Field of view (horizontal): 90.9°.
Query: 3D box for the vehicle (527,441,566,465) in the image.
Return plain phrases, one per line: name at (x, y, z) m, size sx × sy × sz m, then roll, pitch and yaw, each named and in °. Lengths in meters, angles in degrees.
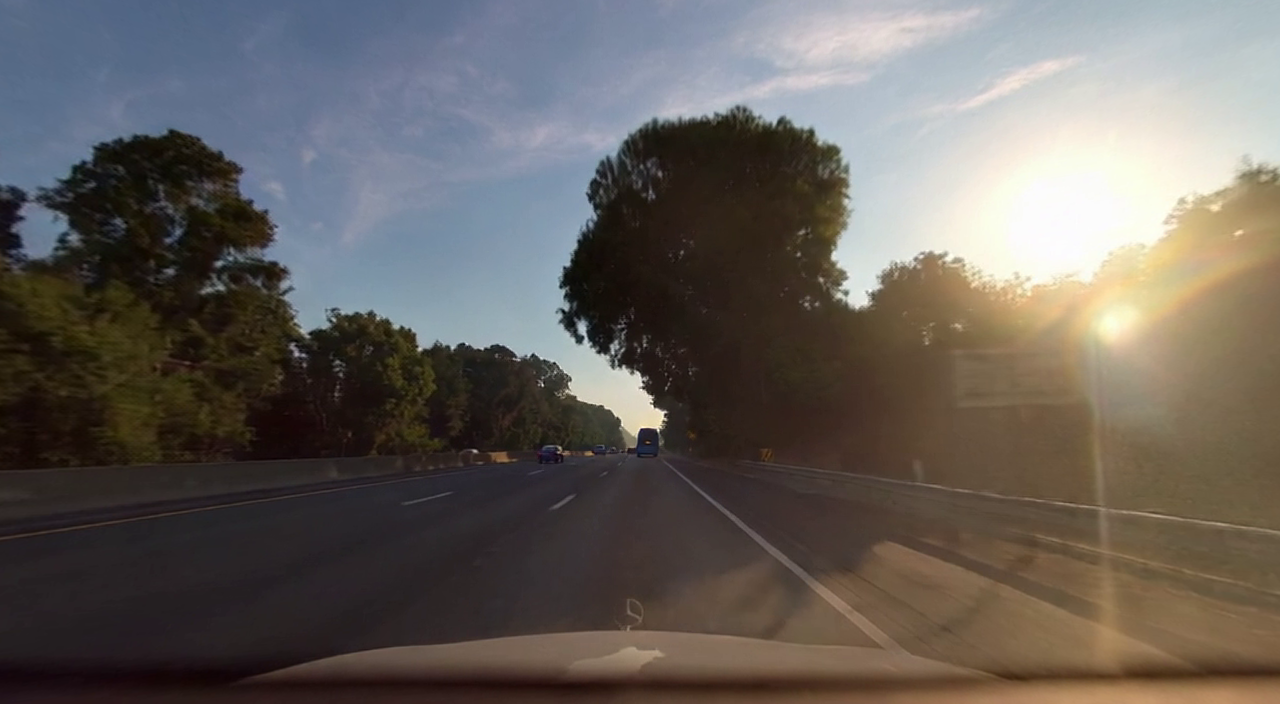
vehicle at (-6.835, 7.452, 46.596) m, size 2.080 × 1.674 × 4.660 m, roll 0°, pitch -8°, yaw 2°
